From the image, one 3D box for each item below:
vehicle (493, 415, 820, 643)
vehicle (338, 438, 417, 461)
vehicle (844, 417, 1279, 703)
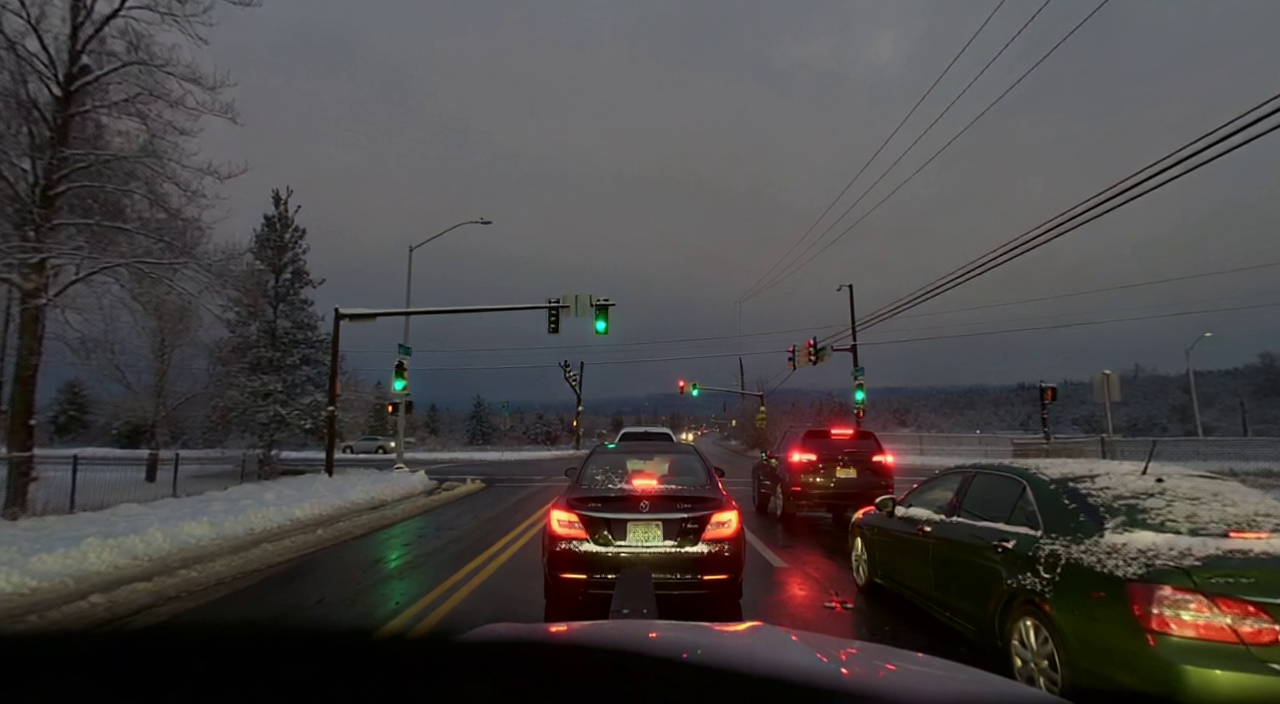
[{"bbox_3d":[0.069,1.495,6.437,2.170,1.497,4.369,0,-8,-1],"label":"vehicle"},{"bbox_3d":[-17.222,6.415,41.472,4.406,1.458,1.892,-1,-8,7],"label":"vehicle"},{"bbox_3d":[3.094,1.242,4.141,2.027,1.432,4.431,0,-8,0],"label":"vehicle"}]
